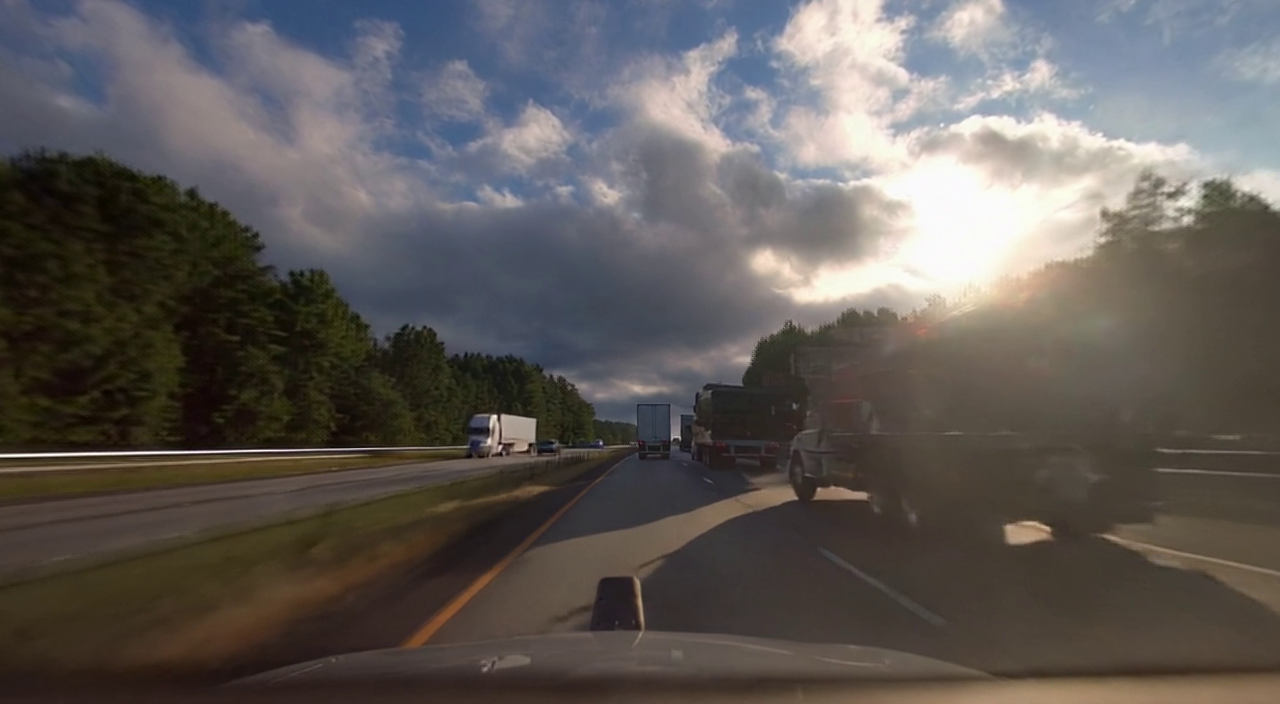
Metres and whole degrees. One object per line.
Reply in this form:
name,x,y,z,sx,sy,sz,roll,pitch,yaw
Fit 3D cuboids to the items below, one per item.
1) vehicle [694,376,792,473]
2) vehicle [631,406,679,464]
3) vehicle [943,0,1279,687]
vehicle,4.967,4.057,33.731,2.851,4.077,14.289,0,-8,0
vehicle,0.883,5.215,39.302,2.644,3.247,7.454,-1,-8,1
vehicle,4.916,-0.267,2.753,2.843,3.940,8.349,0,-8,-1
